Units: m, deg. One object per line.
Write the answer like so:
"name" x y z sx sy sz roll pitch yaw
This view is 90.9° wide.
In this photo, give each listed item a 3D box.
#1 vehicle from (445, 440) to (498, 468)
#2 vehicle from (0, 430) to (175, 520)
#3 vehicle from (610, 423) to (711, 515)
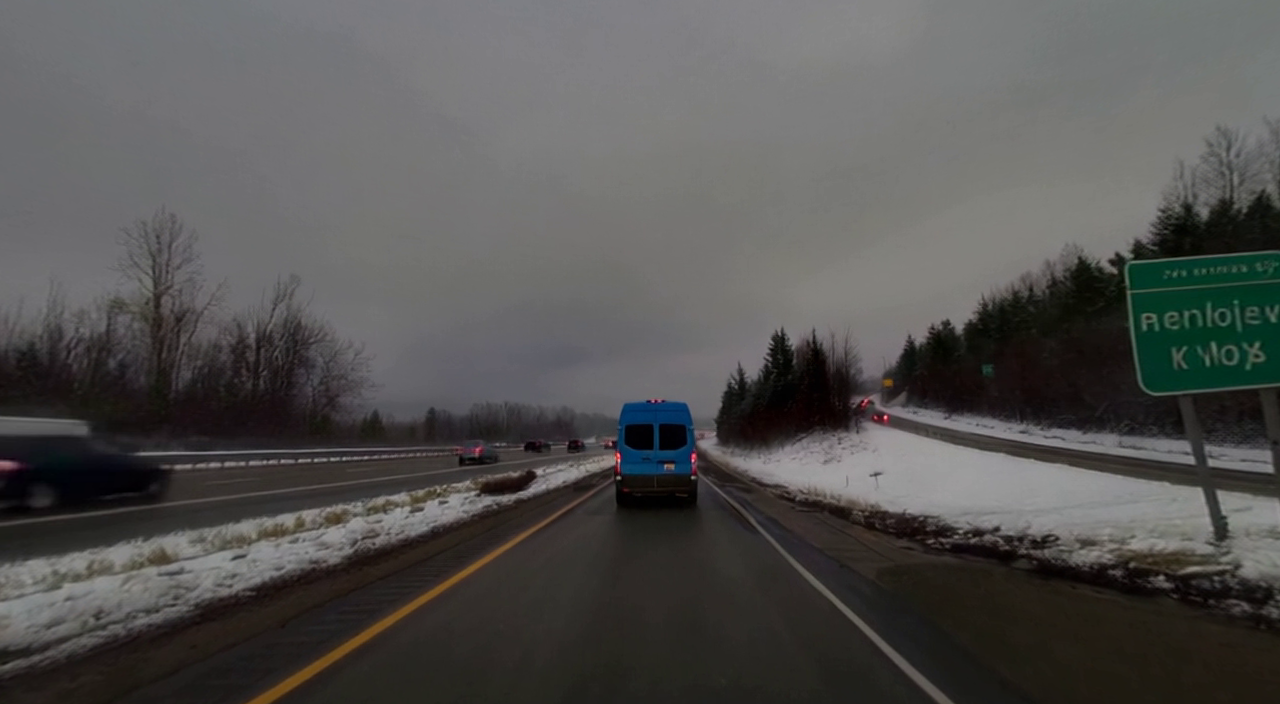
"vehicle" -11.544 6.973 43.534 2.104 1.795 4.737 -1 -8 4
"vehicle" -13.011 2.540 13.393 2.050 1.676 5.319 -1 -8 2
"vehicle" 0.389 2.712 15.152 2.043 1.821 4.558 0 -8 -1
